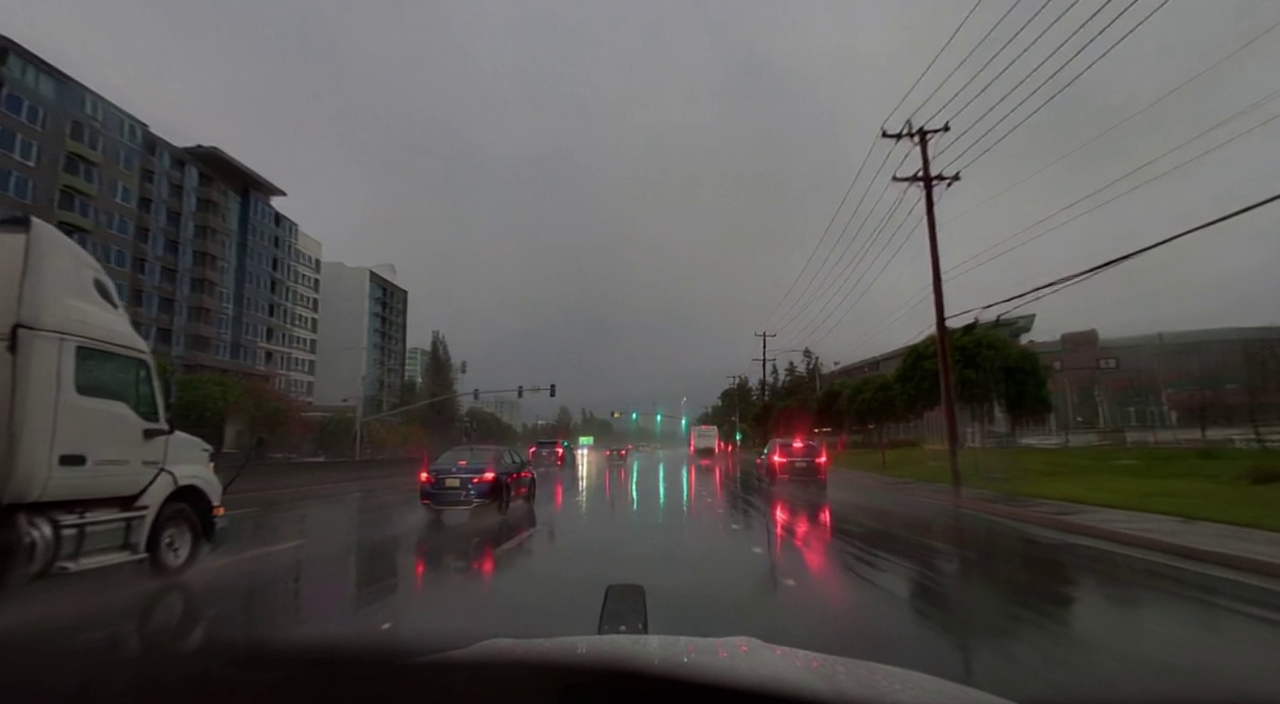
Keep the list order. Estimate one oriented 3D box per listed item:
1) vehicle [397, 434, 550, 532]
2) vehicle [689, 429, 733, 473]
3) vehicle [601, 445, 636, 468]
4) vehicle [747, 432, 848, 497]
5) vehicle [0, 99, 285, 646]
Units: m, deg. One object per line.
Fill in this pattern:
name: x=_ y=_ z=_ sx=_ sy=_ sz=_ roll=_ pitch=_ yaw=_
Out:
vehicle: x=-3.099 y=2.502 z=12.580 sx=1.934 sy=1.643 sz=3.718 roll=0 pitch=-8 yaw=2
vehicle: x=4.255 y=5.997 z=38.100 sx=2.457 sy=2.440 sz=5.486 roll=-1 pitch=-8 yaw=5
vehicle: x=-1.450 y=7.312 z=44.184 sx=1.984 sy=1.567 sz=4.311 roll=-1 pitch=-8 yaw=4
vehicle: x=5.069 y=3.676 z=20.913 sx=2.283 sy=1.923 sz=4.427 roll=0 pitch=-8 yaw=1
vehicle: x=-6.382 y=0.369 z=6.163 sx=3.239 sy=4.055 sz=3.881 roll=0 pitch=-8 yaw=1
